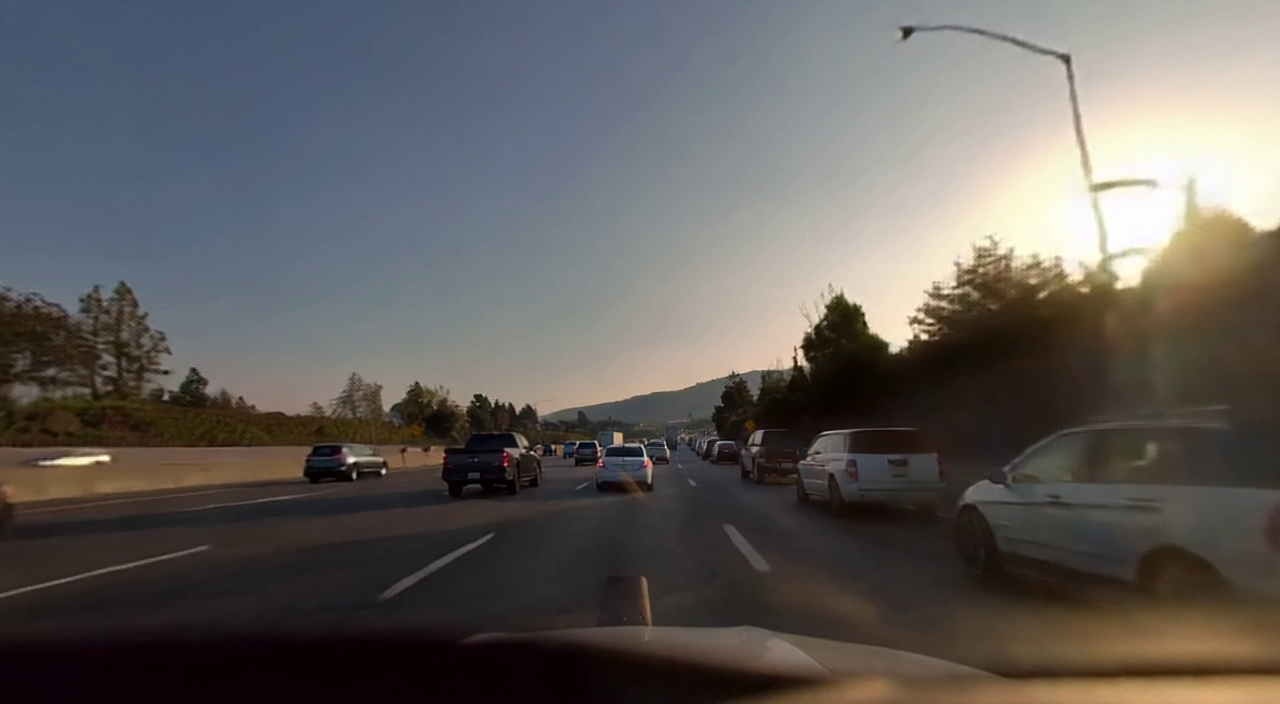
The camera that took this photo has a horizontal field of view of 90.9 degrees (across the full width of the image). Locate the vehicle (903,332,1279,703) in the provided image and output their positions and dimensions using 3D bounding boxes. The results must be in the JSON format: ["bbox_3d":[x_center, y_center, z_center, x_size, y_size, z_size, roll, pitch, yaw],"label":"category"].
[{"bbox_3d":[3.886,1.062,4.547,2.003,1.778,4.658,0,-8,1],"label":"vehicle"}]

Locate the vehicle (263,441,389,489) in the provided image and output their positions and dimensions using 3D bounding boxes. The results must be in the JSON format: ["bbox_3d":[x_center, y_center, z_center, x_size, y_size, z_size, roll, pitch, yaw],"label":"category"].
[{"bbox_3d":[-10.859,3.923,22.281,1.907,1.508,4.608,-1,-8,3],"label":"vehicle"}]

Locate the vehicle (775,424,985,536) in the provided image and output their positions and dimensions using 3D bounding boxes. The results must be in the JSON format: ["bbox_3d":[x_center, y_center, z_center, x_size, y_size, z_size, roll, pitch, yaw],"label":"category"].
[{"bbox_3d":[3.878,2.139,11.194,1.984,1.567,4.475,0,-8,1],"label":"vehicle"}]

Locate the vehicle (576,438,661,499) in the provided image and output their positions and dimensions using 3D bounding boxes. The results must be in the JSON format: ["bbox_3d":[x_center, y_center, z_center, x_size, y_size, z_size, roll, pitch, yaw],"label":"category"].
[{"bbox_3d":[-0.472,3.156,17.510,2.070,1.456,4.029,0,-8,1],"label":"vehicle"}]

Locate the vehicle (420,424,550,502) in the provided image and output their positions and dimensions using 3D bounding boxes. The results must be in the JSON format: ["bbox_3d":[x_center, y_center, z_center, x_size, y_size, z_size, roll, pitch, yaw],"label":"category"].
[{"bbox_3d":[-4.045,3.016,17.638,2.110,1.811,5.585,0,-8,1],"label":"vehicle"}]

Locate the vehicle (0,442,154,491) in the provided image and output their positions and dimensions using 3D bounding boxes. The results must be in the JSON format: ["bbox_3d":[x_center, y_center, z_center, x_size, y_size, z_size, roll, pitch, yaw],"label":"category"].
[{"bbox_3d":[-22.596,4.486,25.224,2.110,1.748,5.051,-1,-8,2],"label":"vehicle"}]
